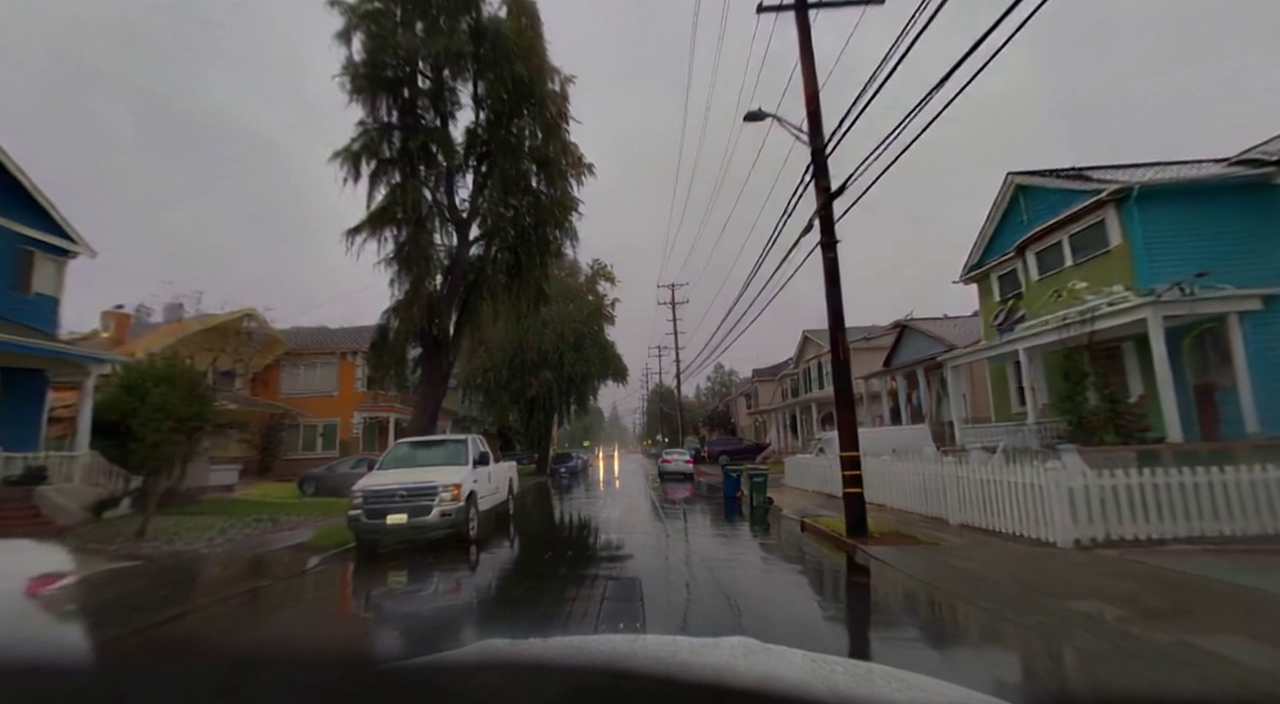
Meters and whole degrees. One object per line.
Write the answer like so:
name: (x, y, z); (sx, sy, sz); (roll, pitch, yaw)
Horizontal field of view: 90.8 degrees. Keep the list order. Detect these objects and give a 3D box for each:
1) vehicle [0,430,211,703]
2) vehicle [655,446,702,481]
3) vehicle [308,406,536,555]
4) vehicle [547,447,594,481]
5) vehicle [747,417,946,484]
vehicle: (-3.371, 0.946, 0.983); (2.071, 1.485, 4.610); (-6, -8, 3)
vehicle: (1.932, 5.766, 33.002); (2.043, 1.631, 4.613); (0, -8, -1)
vehicle: (-3.735, 2.293, 12.264); (2.399, 2.085, 5.589); (-3, -8, 0)
vehicle: (-4.307, 6.974, 39.715); (2.204, 1.655, 4.813); (-8, -8, -1)
vehicle: (6.803, 3.292, 21.352); (5.974, 2.066, 2.152); (0, -7, -1)
